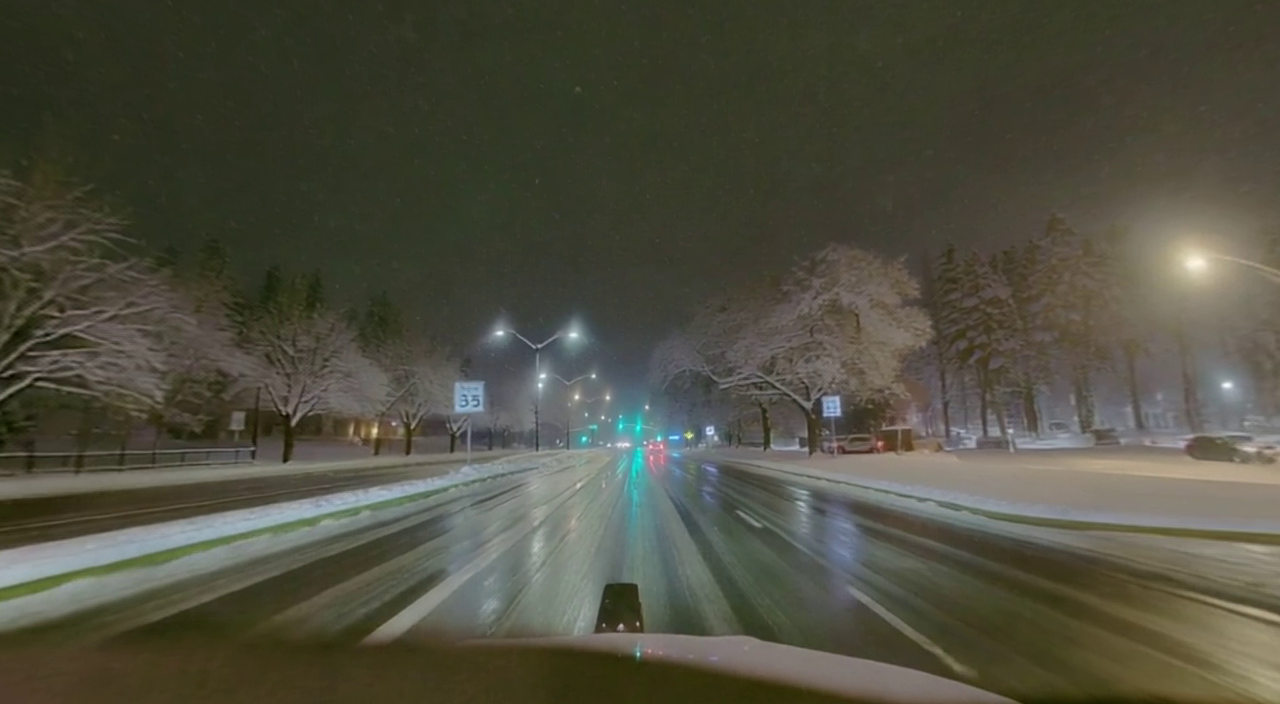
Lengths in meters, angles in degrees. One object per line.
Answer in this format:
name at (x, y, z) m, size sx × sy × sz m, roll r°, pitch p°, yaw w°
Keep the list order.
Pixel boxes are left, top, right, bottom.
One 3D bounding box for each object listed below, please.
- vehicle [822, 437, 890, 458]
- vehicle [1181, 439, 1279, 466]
vehicle at (17.039, 7.547, 49.947) m, size 4.530 × 1.640 × 2.074 m, roll 1°, pitch -8°, yaw -4°
vehicle at (33.949, 5.671, 35.600) m, size 1.918 × 1.430 × 4.904 m, roll 8°, pitch -11°, yaw -42°
